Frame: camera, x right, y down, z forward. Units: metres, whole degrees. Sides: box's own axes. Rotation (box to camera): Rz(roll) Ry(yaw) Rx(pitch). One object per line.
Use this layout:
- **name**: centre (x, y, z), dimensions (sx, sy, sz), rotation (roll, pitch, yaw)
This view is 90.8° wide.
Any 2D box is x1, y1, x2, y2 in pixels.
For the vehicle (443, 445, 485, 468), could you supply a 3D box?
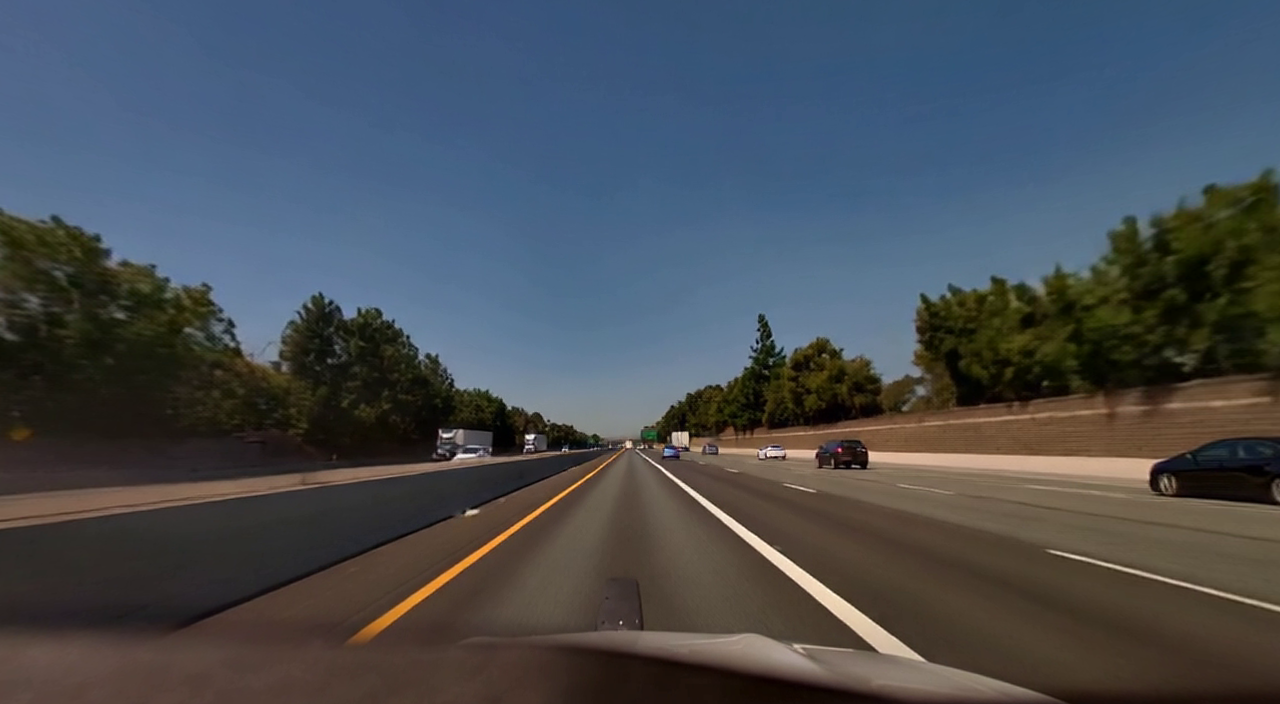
- **vehicle**: centre (-12.995, 7.705, 46.840), dimensions (1.936, 1.573, 4.320), rotation (0, -9, -1)

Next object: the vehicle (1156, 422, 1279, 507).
- **vehicle**: centre (14.011, 2.403, 13.640), dimensions (1.957, 1.709, 4.387), rotation (0, -9, -1)

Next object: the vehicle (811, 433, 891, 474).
- **vehicle**: centre (9.961, 4.838, 30.255), dimensions (2.098, 1.820, 4.505), rotation (0, -9, -2)

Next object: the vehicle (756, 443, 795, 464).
- **vehicle**: centre (10.299, 7.758, 48.367), dimensions (1.931, 1.479, 4.183), rotation (0, -9, -2)
